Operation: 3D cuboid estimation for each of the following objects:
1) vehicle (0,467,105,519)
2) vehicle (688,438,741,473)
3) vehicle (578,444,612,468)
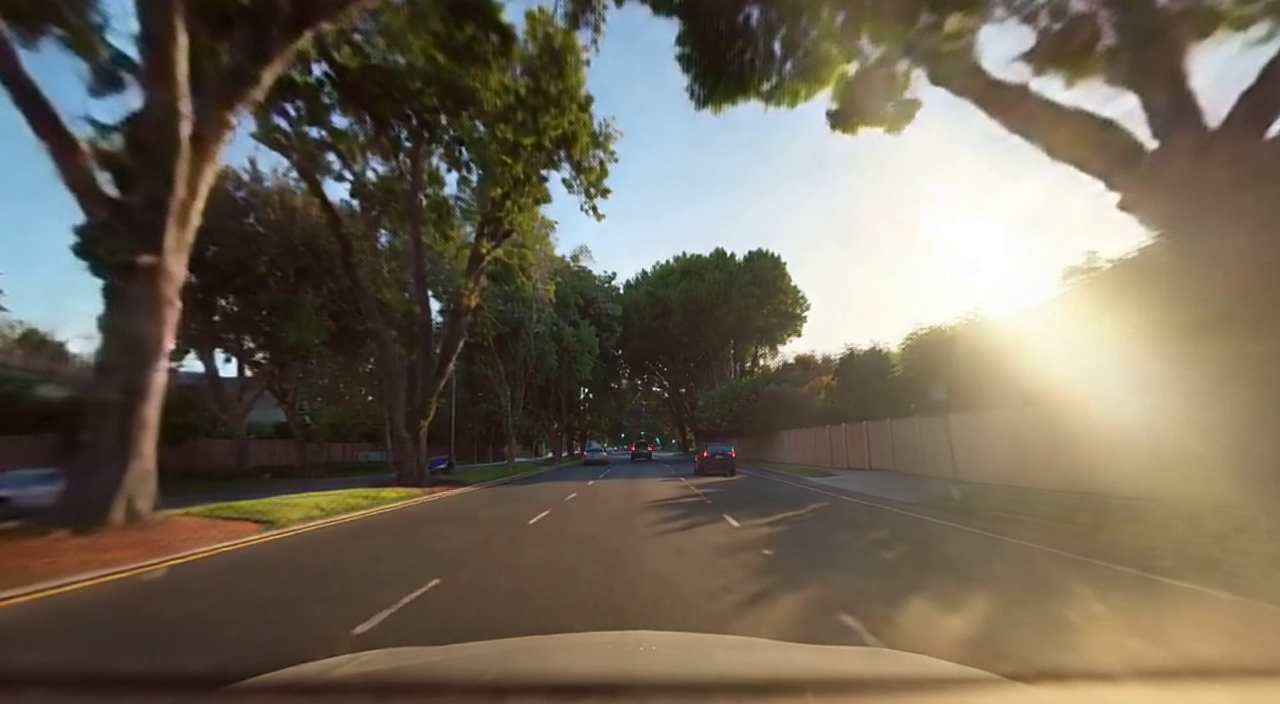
[{"bbox_3d":[-21.088,4.683,21.037,1.960,1.492,5.090,0,-9,1],"label":"vehicle"},{"bbox_3d":[3.831,5.400,33.069,2.182,1.688,4.187,0,-9,-1],"label":"vehicle"},{"bbox_3d":[-2.981,6.961,42.392,1.940,1.473,4.133,0,-9,1],"label":"vehicle"}]
